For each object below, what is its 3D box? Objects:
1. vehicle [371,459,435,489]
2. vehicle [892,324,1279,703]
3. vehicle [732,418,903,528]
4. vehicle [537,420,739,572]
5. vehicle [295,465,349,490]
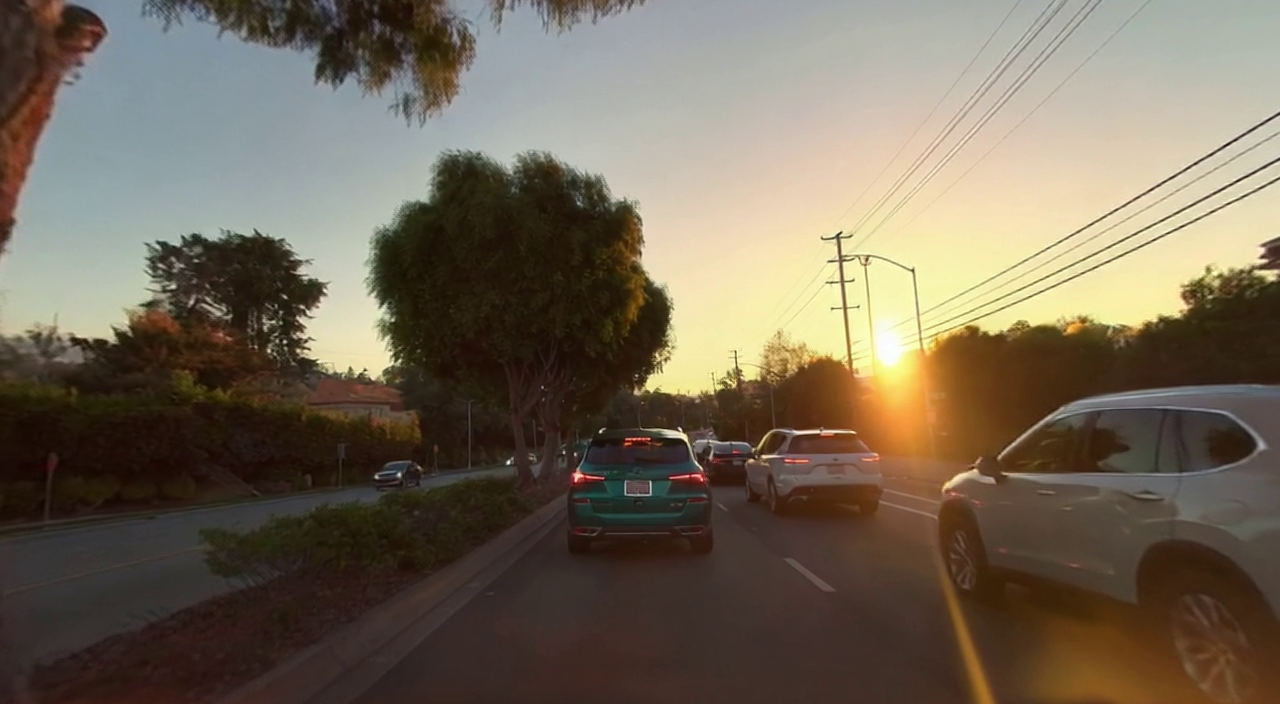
[{"bbox_3d":[-13.540,7.001,36.476,1.960,1.491,4.700,0,-8,-1],"label":"vehicle"},{"bbox_3d":[3.523,0.986,4.069,2.001,1.707,4.250,0,-8,0],"label":"vehicle"},{"bbox_3d":[3.323,2.373,12.969,2.097,1.818,4.625,0,-8,-1],"label":"vehicle"},{"bbox_3d":[-0.055,1.887,9.090,2.199,1.641,4.232,0,-8,-1],"label":"vehicle"},{"bbox_3d":[-22.829,9.028,45.524,1.847,1.554,3.926,0,-8,-1],"label":"vehicle"}]
